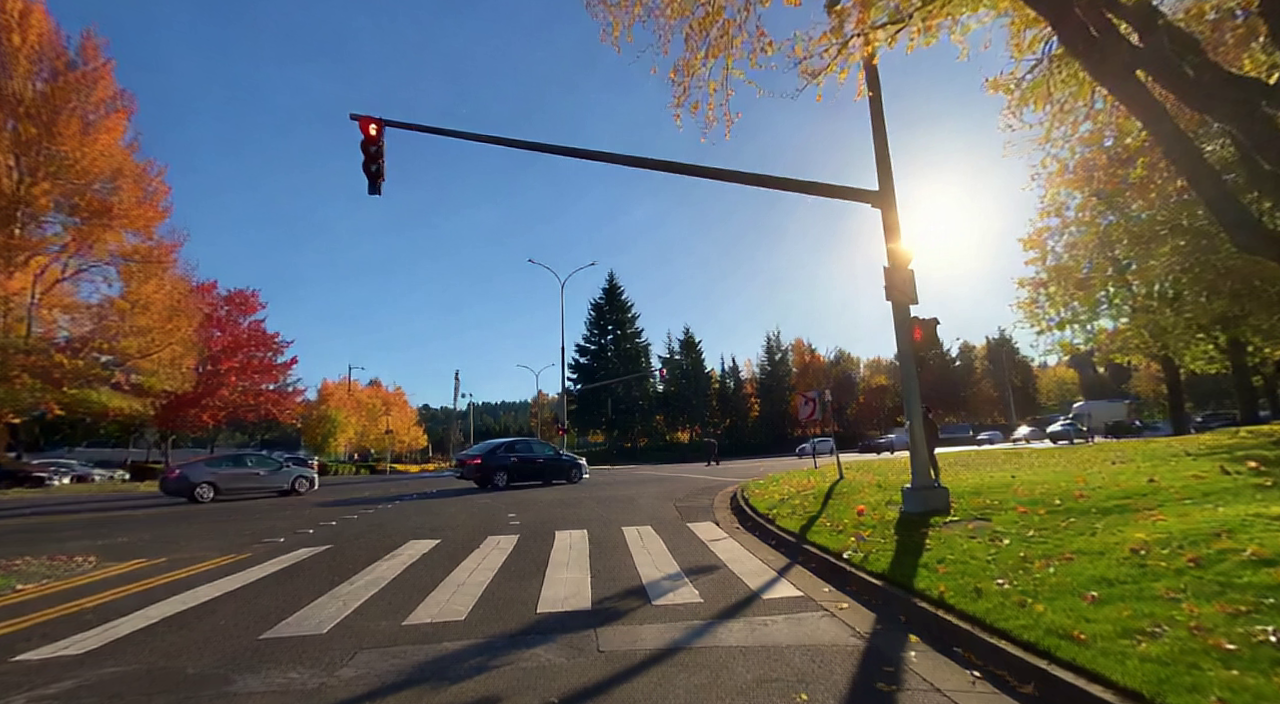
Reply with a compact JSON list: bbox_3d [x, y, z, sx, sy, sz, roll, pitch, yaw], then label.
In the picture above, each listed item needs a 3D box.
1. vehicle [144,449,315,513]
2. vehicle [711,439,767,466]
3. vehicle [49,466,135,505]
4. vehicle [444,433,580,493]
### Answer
[{"bbox_3d":[-12.250,3.807,18.967,1.832,1.674,3.805,-5,-10,27],"label":"vehicle"},{"bbox_3d":[7.001,7.023,43.942,1.867,1.743,4.259,-8,-11,40],"label":"vehicle"},{"bbox_3d":[-25.429,6.152,29.248,1.694,1.528,4.225,3,-9,-23],"label":"vehicle"},{"bbox_3d":[-4.342,3.808,21.851,1.988,1.853,4.314,-7,-11,38],"label":"vehicle"}]
